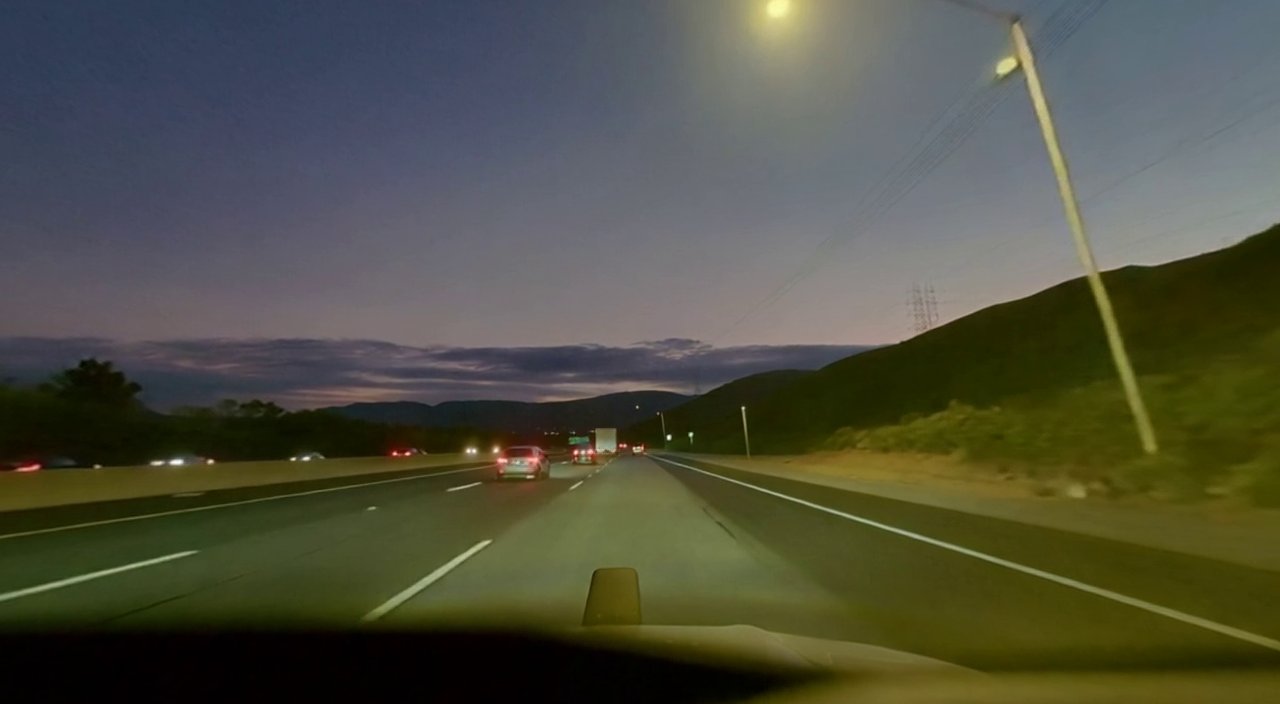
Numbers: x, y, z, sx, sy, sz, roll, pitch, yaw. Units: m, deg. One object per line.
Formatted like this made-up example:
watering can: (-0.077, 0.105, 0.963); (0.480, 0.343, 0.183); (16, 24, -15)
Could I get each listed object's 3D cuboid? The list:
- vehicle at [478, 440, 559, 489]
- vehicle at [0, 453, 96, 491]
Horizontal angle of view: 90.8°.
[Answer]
vehicle: (-4.108, 3.879, 22.124); (1.963, 1.533, 4.477); (0, -9, 0)
vehicle: (-26.260, 5.072, 26.998); (1.841, 1.449, 4.570); (0, -9, 1)
